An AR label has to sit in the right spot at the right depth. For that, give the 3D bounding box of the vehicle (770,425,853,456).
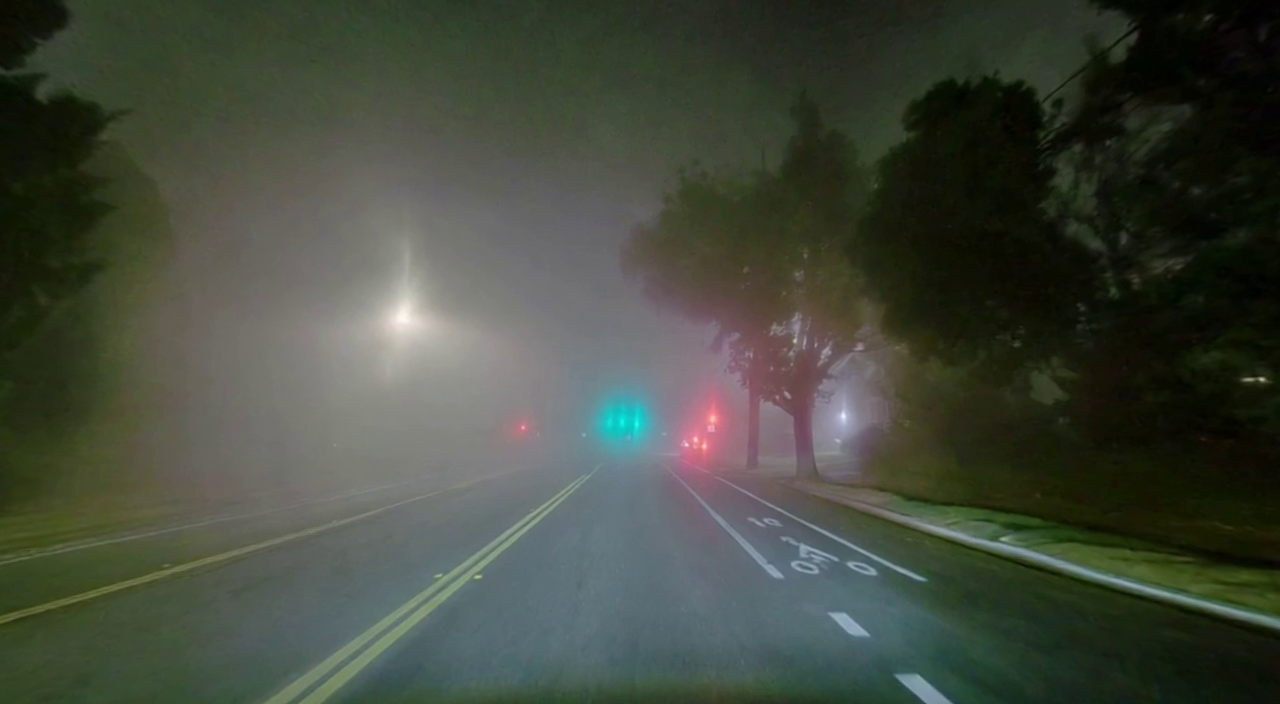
[{"bbox_3d":[10.202,5.280,37.598,4.434,1.730,2.081,-4,-8,24],"label":"vehicle"}]

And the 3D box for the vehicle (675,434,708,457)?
[{"bbox_3d":[3.787,6.999,47.327,1.900,1.661,4.346,0,-8,-2],"label":"vehicle"}]
